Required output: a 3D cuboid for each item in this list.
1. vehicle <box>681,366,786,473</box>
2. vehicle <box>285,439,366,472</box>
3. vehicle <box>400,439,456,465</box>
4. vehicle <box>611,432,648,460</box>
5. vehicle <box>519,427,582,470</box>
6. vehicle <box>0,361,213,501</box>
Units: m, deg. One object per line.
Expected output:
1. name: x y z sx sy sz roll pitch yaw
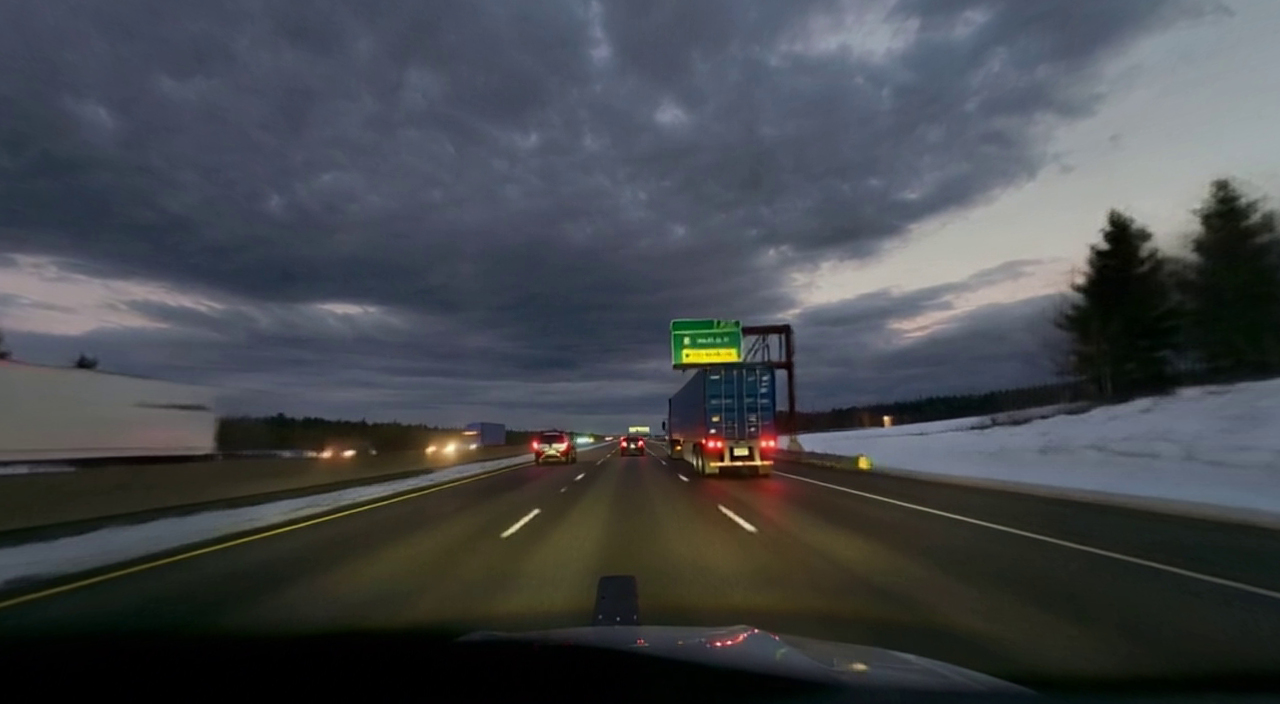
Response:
1. vehicle: 3.606 2.942 26.587 2.883 3.836 7.894 0 -8 -3
2. vehicle: -16.000 5.257 32.257 1.901 1.533 4.355 0 -8 0
3. vehicle: -12.798 6.036 38.224 1.892 1.492 4.233 0 -8 0
4. vehicle: -0.646 5.676 38.254 2.088 1.567 4.240 0 -8 -1
5. vehicle: -3.683 4.058 26.695 2.054 1.671 4.445 0 -8 0
6. vehicle: -19.921 2.872 22.727 2.931 4.073 8.582 0 -8 -1
